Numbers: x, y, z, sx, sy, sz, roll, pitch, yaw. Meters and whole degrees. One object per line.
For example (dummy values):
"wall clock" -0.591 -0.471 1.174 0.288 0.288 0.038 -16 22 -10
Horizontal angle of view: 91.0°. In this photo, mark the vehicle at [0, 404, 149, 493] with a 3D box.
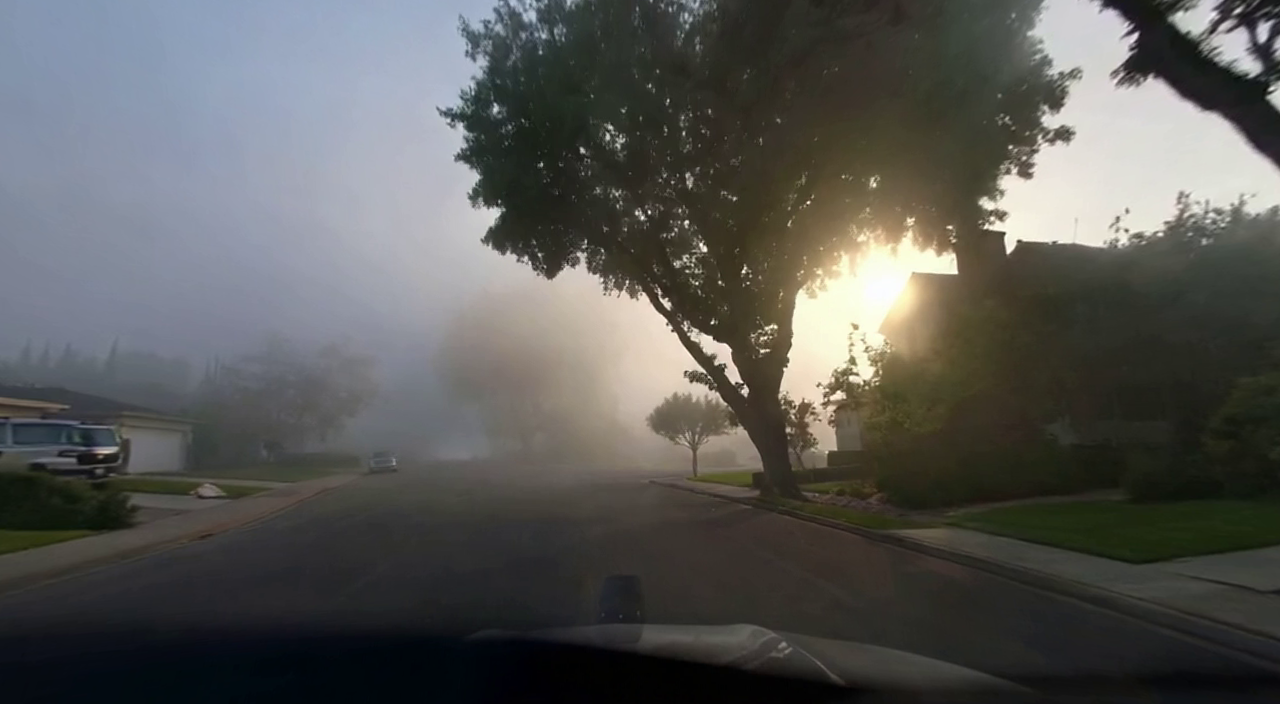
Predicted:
"vehicle" -16.473 2.423 15.798 5.907 2.064 2.507 1 -9 -9

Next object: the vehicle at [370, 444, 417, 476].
"vehicle" -13.394 5.895 34.426 1.938 1.499 4.290 -1 -9 -15

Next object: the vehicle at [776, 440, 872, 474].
"vehicle" 10.519 5.948 36.020 4.933 1.817 2.014 3 -8 -18
